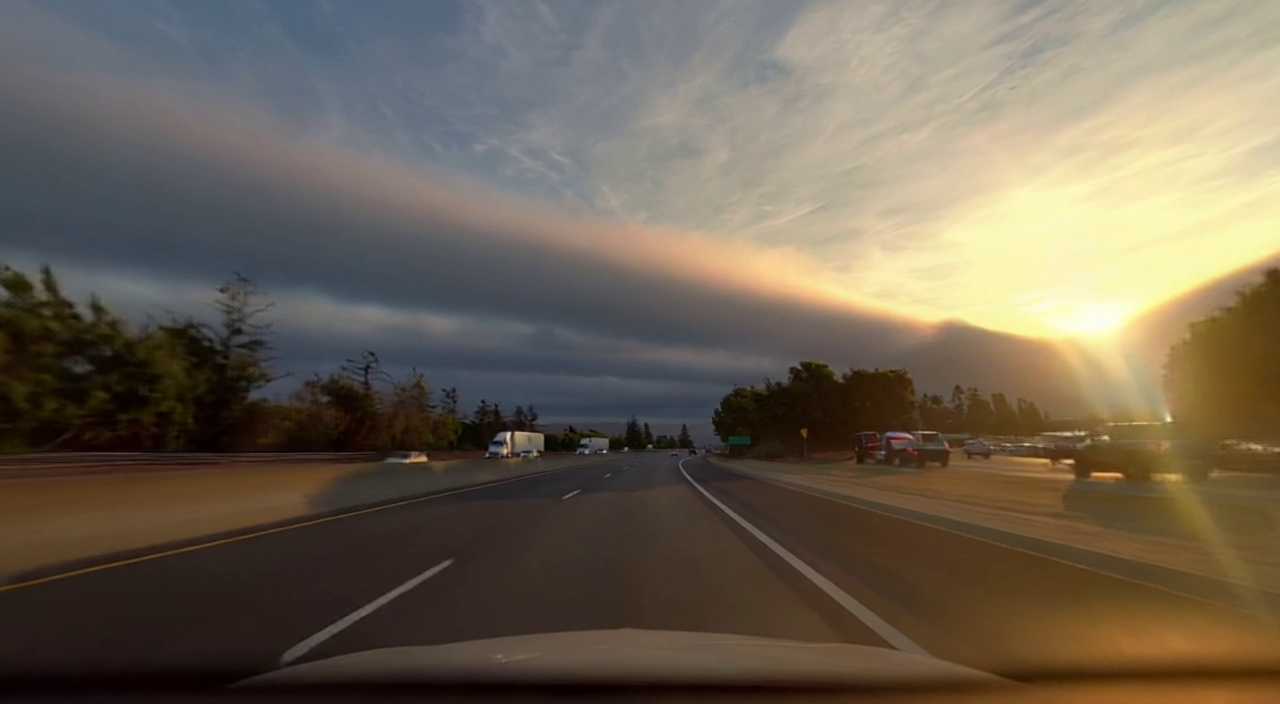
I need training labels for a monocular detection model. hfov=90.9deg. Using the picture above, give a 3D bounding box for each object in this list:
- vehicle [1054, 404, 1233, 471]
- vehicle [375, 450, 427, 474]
[{"bbox_3d":[37.428,6.725,48.168,2.915,4.160,14.848,-5,-10,7],"label":"vehicle"},{"bbox_3d":[-15.435,7.090,40.857,1.762,1.467,3.614,-1,-9,3],"label":"vehicle"}]
